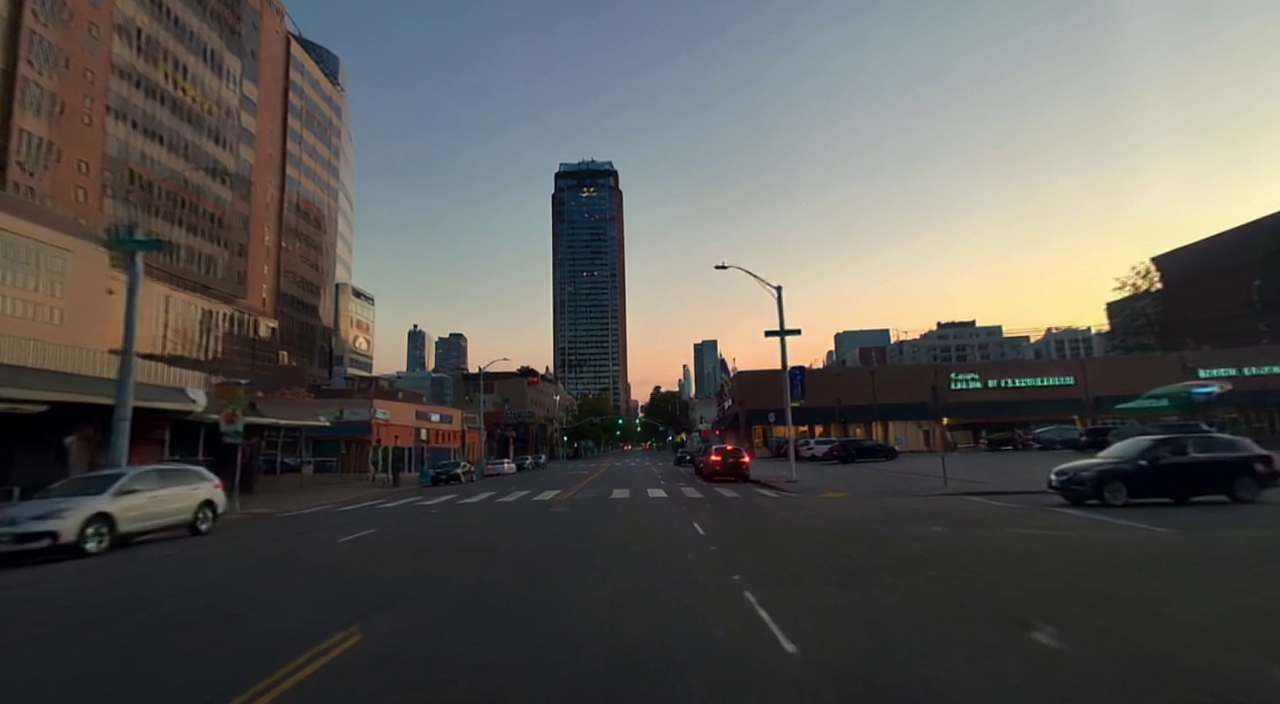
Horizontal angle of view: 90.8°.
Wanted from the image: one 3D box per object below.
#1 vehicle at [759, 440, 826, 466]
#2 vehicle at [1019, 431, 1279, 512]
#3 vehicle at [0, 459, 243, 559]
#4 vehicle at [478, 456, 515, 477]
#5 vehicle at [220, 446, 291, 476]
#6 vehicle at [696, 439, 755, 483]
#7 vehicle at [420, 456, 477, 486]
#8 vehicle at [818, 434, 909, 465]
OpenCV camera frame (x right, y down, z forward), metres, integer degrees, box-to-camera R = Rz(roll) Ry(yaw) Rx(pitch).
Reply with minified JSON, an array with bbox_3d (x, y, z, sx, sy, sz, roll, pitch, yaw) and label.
[{"bbox_3d":[10.360,6.885,43.156,4.018,1.645,1.875,1,-8,-5],"label":"vehicle"},{"bbox_3d":[10.698,2.391,12.934,4.611,1.494,1.982,0,-8,-3],"label":"vehicle"},{"bbox_3d":[-10.962,3.219,13.648,1.943,1.713,4.153,-1,-8,2],"label":"vehicle"},{"bbox_3d":[-11.017,8.799,48.835,1.861,1.473,4.633,0,-8,-1],"label":"vehicle"},{"bbox_3d":[-22.587,6.369,37.276,1.778,1.639,4.019,0,-8,-3],"label":"vehicle"},{"bbox_3d":[3.745,4.869,28.604,2.118,1.779,5.121,0,-8,2],"label":"vehicle"},{"bbox_3d":[-11.058,6.874,36.871,2.018,1.553,4.407,0,-8,-1],"label":"vehicle"},{"bbox_3d":[13.484,5.905,38.338,4.732,1.746,2.141,0,-8,1],"label":"vehicle"}]
